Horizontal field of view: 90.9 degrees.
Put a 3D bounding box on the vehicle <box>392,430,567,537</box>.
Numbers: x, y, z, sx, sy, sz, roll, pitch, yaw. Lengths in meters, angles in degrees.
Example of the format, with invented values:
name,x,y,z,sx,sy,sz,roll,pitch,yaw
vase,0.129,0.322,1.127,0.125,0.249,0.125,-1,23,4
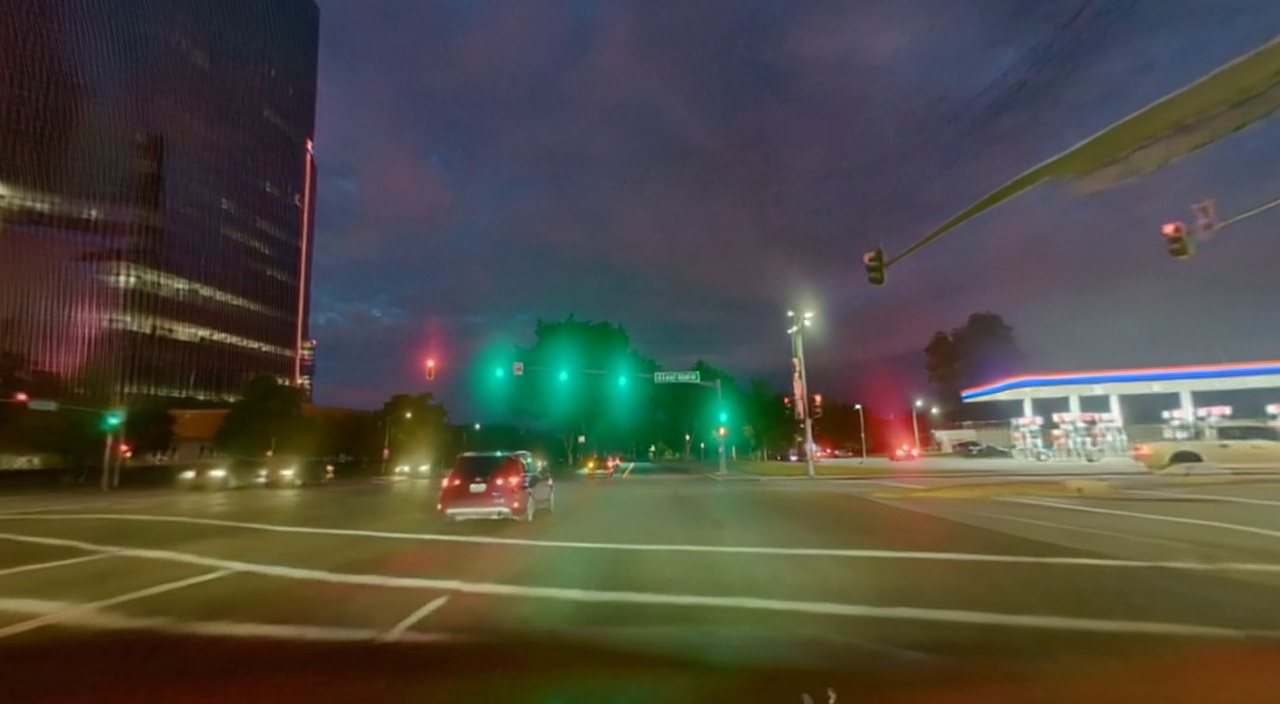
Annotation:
name,x,y,z,sx,sy,sz,roll,pitch,yaw
vehicle,-2.899,2.486,12.595,2.183,1.731,4.338,0,-8,2

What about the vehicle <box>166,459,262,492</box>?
name,x,y,z,sx,sy,sz,roll,pitch,yaw
vehicle,-23.503,6.806,35.041,2.042,1.631,4.557,0,-8,2

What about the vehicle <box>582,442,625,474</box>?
name,x,y,z,sx,sy,sz,roll,pitch,yaw
vehicle,-2.563,7.667,45.918,2.602,2.091,6.347,0,-8,2

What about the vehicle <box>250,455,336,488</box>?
name,x,y,z,sx,sy,sz,roll,pitch,yaw
vehicle,-20.042,6.880,36.678,2.016,1.697,4.963,0,-8,2

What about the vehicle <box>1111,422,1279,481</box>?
name,x,y,z,sx,sy,sz,roll,pitch,yaw
vehicle,17.390,2.845,18.082,5.708,1.585,2.070,-3,-9,19
